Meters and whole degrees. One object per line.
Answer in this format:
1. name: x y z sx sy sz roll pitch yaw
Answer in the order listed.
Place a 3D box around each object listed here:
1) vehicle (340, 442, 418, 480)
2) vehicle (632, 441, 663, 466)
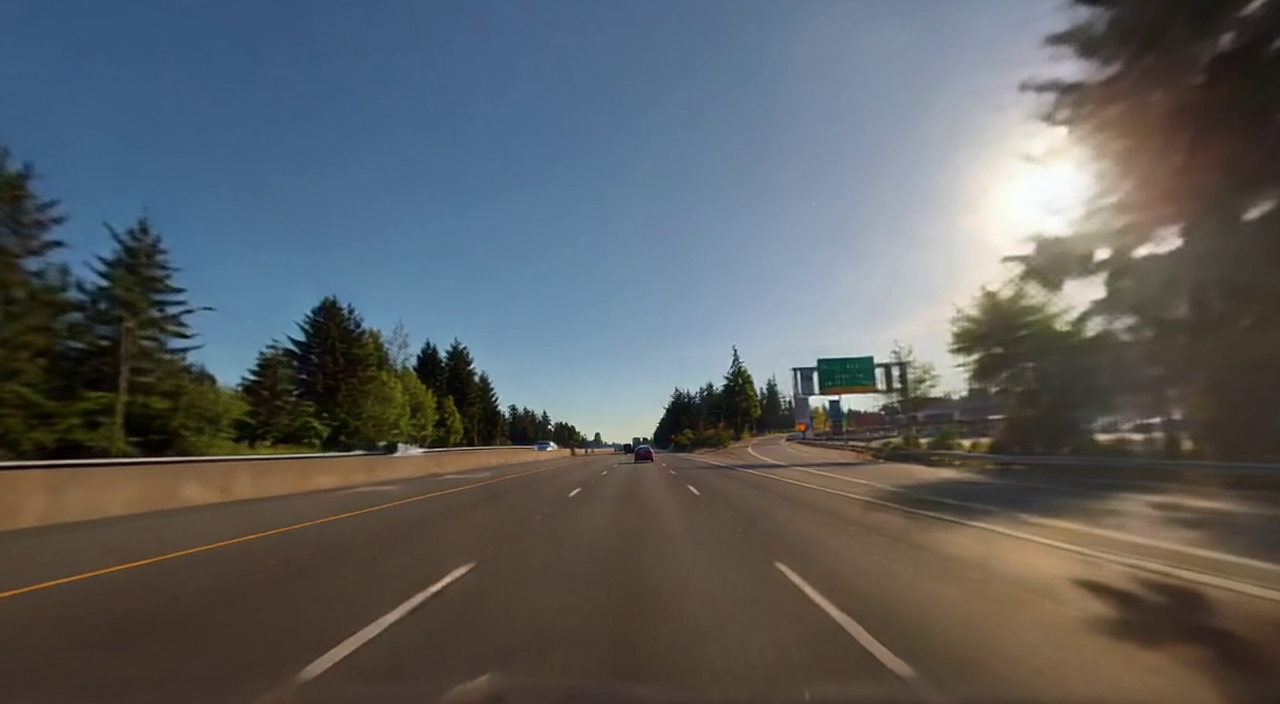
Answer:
1. vehicle: -12.258 5.114 29.901 1.911 1.637 4.205 0 -9 0
2. vehicle: 0.516 7.165 44.639 2.087 1.682 4.388 0 -9 0
